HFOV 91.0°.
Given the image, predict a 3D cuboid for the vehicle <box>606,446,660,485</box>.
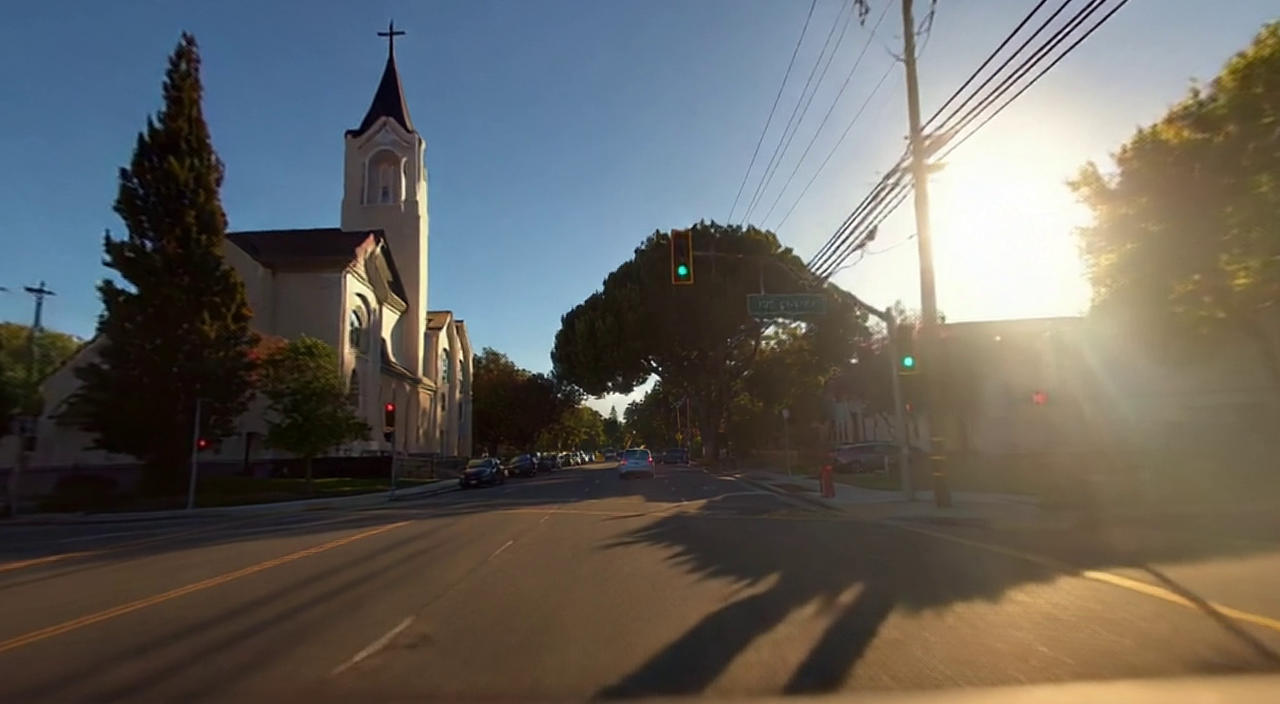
[{"bbox_3d":[-0.308,4.763,26.692,2.093,1.497,4.010,0,-9,-1],"label":"vehicle"}]
